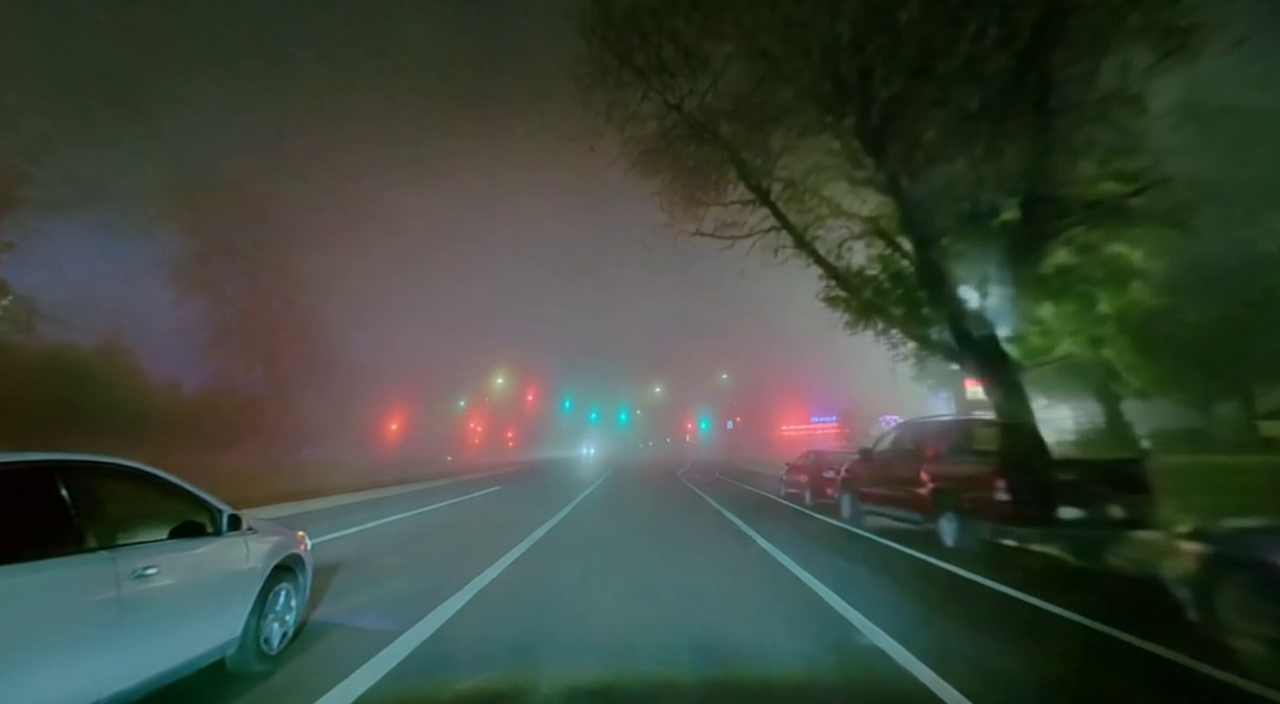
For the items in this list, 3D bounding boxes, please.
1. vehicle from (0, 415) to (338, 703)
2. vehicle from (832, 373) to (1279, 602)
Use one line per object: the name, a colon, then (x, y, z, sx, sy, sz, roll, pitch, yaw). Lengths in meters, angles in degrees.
vehicle: (-3.047, 0.932, 2.060, 1.874, 1.424, 4.553, 0, -9, 0)
vehicle: (4.487, 1.581, 8.313, 2.110, 1.992, 5.428, 0, -9, -1)
